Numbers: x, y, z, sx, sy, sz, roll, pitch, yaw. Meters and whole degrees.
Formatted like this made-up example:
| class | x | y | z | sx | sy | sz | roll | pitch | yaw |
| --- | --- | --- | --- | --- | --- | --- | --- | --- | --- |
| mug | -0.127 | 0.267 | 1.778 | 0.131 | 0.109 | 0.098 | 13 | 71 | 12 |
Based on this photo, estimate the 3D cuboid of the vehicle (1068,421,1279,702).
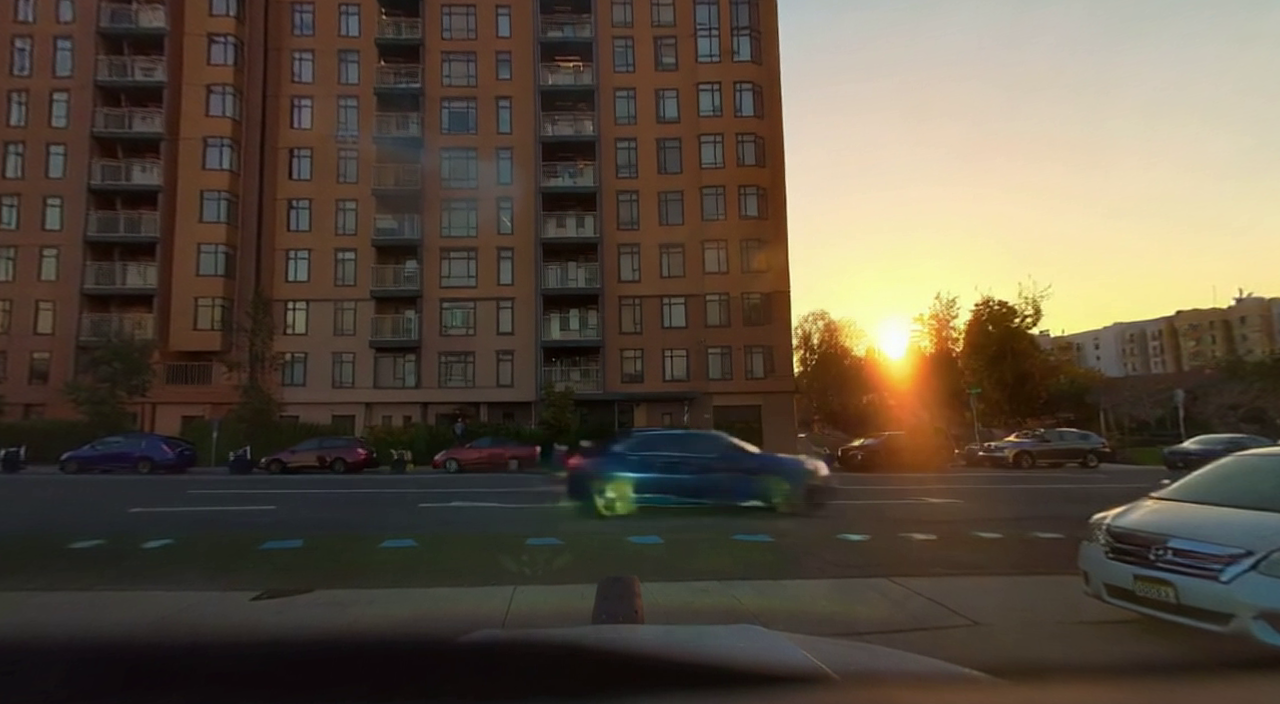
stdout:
| class | x | y | z | sx | sy | sz | roll | pitch | yaw |
| --- | --- | --- | --- | --- | --- | --- | --- | --- | --- |
| vehicle | 5.900 | 1.229 | 4.173 | 4.714 | 1.471 | 1.978 | 0 | -4 | 1 |

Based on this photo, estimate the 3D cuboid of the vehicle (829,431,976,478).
| class | x | y | z | sx | sy | sz | roll | pitch | yaw |
| --- | --- | --- | --- | --- | --- | --- | --- | --- | --- |
| vehicle | 9.451 | 3.690 | 22.948 | 4.521 | 1.411 | 1.726 | -2 | -7 | -4 |

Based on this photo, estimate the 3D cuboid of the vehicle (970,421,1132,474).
| class | x | y | z | sx | sy | sz | roll | pitch | yaw |
| --- | --- | --- | --- | --- | --- | --- | --- | --- | --- |
| vehicle | 15.058 | 3.517 | 23.337 | 4.544 | 1.780 | 1.966 | -1 | -9 | -1 |

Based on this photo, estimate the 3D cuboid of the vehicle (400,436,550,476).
| class | x | y | z | sx | sy | sz | roll | pitch | yaw |
| --- | --- | --- | --- | --- | --- | --- | --- | --- | --- |
| vehicle | -5.765 | 3.725 | 22.563 | 4.851 | 1.339 | 1.785 | 0 | -10 | -2 |

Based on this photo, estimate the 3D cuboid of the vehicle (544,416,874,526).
| class | x | y | z | sx | sy | sz | roll | pitch | yaw |
| --- | --- | --- | --- | --- | --- | --- | --- | --- | --- |
| vehicle | 0.960 | 1.825 | 9.939 | 4.609 | 1.508 | 2.039 | 0 | -9 | -1 |

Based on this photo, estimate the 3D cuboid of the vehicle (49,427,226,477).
| class | x | y | z | sx | sy | sz | roll | pitch | yaw |
| --- | --- | --- | --- | --- | --- | --- | --- | --- | --- |
| vehicle | -17.495 | 3.512 | 22.202 | 4.426 | 1.641 | 1.889 | 1 | -9 | -5 |

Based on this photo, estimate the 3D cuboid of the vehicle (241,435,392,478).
| class | x | y | z | sx | sy | sz | roll | pitch | yaw |
| --- | --- | --- | --- | --- | --- | --- | --- | --- | --- |
| vehicle | -11.383 | 3.713 | 22.461 | 4.336 | 1.438 | 1.776 | 1 | -8 | -3 |
